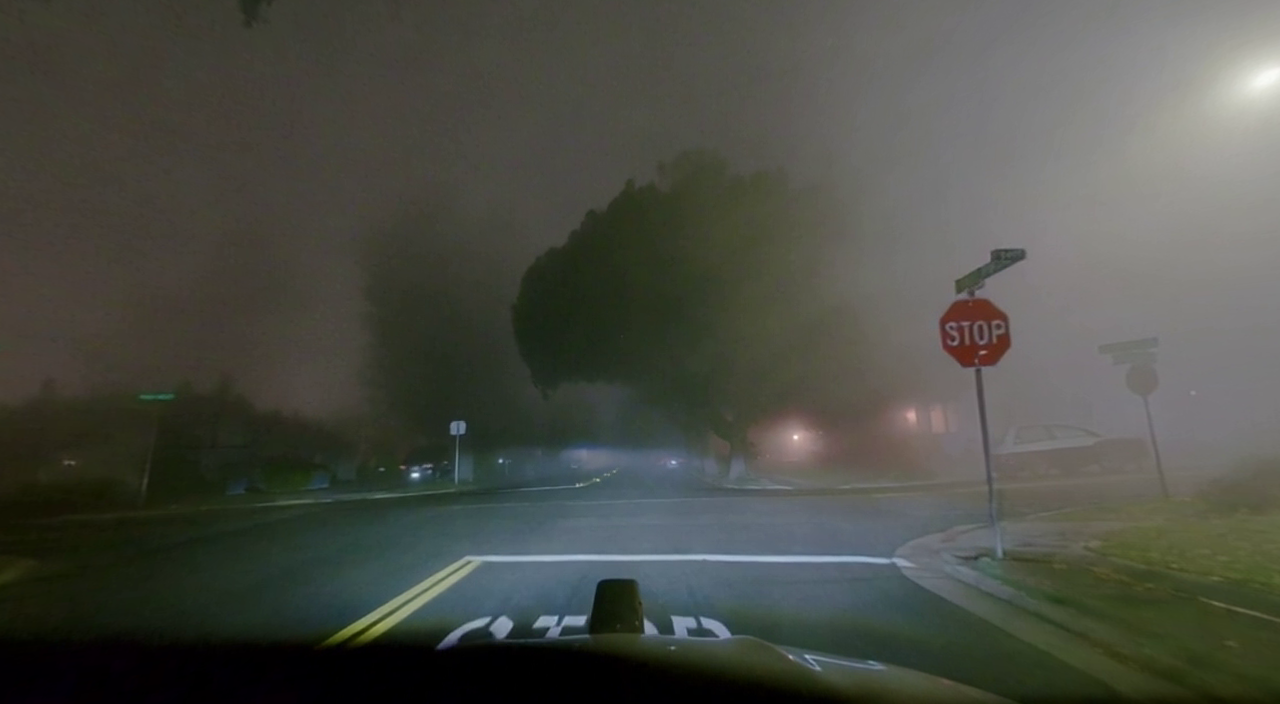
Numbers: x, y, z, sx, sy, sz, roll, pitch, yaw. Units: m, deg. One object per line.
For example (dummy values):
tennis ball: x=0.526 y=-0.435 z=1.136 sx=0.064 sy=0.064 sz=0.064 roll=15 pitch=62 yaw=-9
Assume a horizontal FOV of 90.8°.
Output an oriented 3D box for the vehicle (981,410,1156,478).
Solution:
vehicle: x=14.924 y=3.237 z=22.107 sx=4.788 sy=1.875 sz=2.148 roll=1 pitch=-20 yaw=-16

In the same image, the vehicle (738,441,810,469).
vehicle: x=9.216 y=7.137 z=43.557 sx=4.399 sy=1.537 sz=1.859 roll=4 pitch=-20 yaw=-21

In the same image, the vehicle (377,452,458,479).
vehicle: x=-12.537 y=6.405 z=35.739 sx=3.937 sy=1.390 sz=1.644 roll=0 pitch=-7 yaw=-1

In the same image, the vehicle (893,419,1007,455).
vehicle: x=14.791 y=4.140 z=30.428 sx=1.960 sy=1.584 sz=4.669 roll=3 pitch=-9 yaw=-23

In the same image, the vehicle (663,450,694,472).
vehicle: x=2.934 y=8.483 z=49.248 sx=2.000 sy=1.560 sz=4.487 roll=0 pitch=-8 yaw=-2

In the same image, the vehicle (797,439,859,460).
vehicle: x=13.619 y=7.020 z=45.659 sx=4.032 sy=1.444 sz=1.747 roll=3 pitch=-9 yaw=-23
